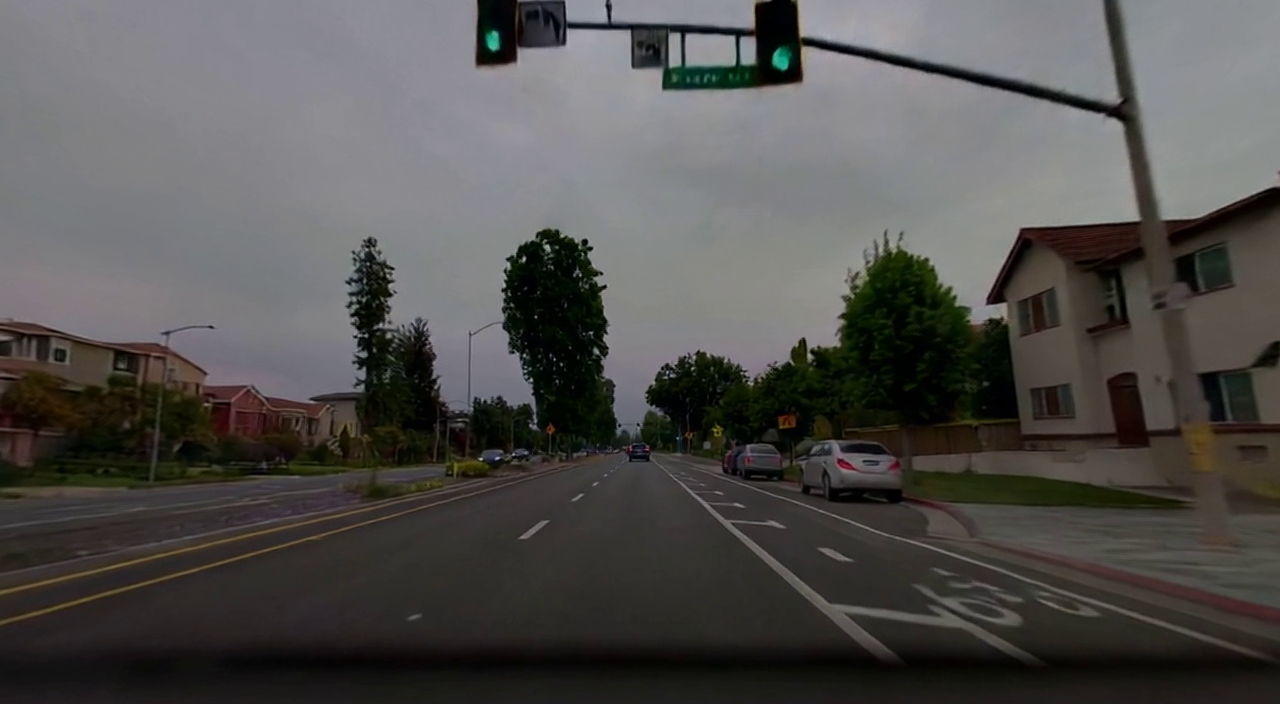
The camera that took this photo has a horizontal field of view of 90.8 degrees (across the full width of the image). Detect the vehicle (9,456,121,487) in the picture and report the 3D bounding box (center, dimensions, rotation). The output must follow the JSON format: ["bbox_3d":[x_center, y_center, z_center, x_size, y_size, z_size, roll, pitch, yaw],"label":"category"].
[{"bbox_3d":[-37.852,7.846,41.691,4.982,1.915,2.401,0,-9,0],"label":"vehicle"}]

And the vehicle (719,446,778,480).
[{"bbox_3d":[5.553,5.736,33.111,2.131,1.604,5.543,0,-9,0],"label":"vehicle"}]

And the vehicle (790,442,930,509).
[{"bbox_3d":[5.741,3.271,17.291,2.066,1.552,4.799,0,-9,-1],"label":"vehicle"}]
